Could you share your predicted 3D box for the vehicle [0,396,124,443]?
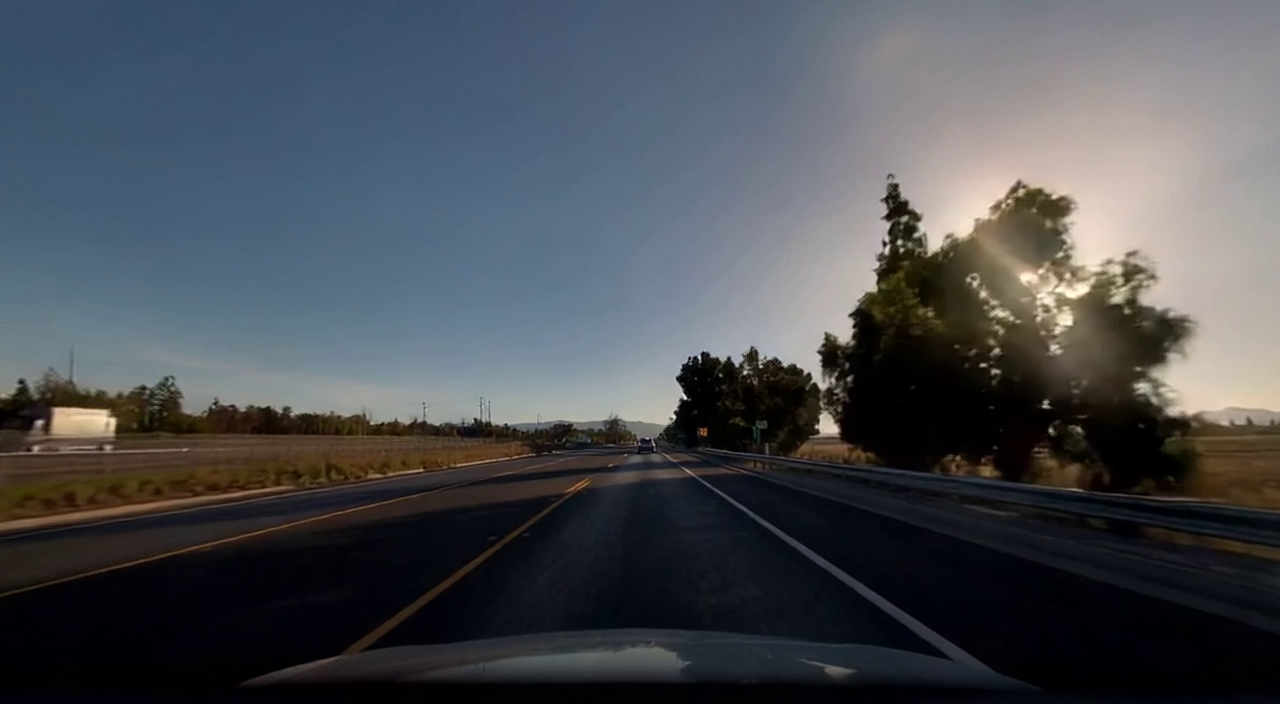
[{"bbox_3d":[-44.852,5.416,49.100,2.936,3.379,6.923,0,-8,1],"label":"vehicle"}]
